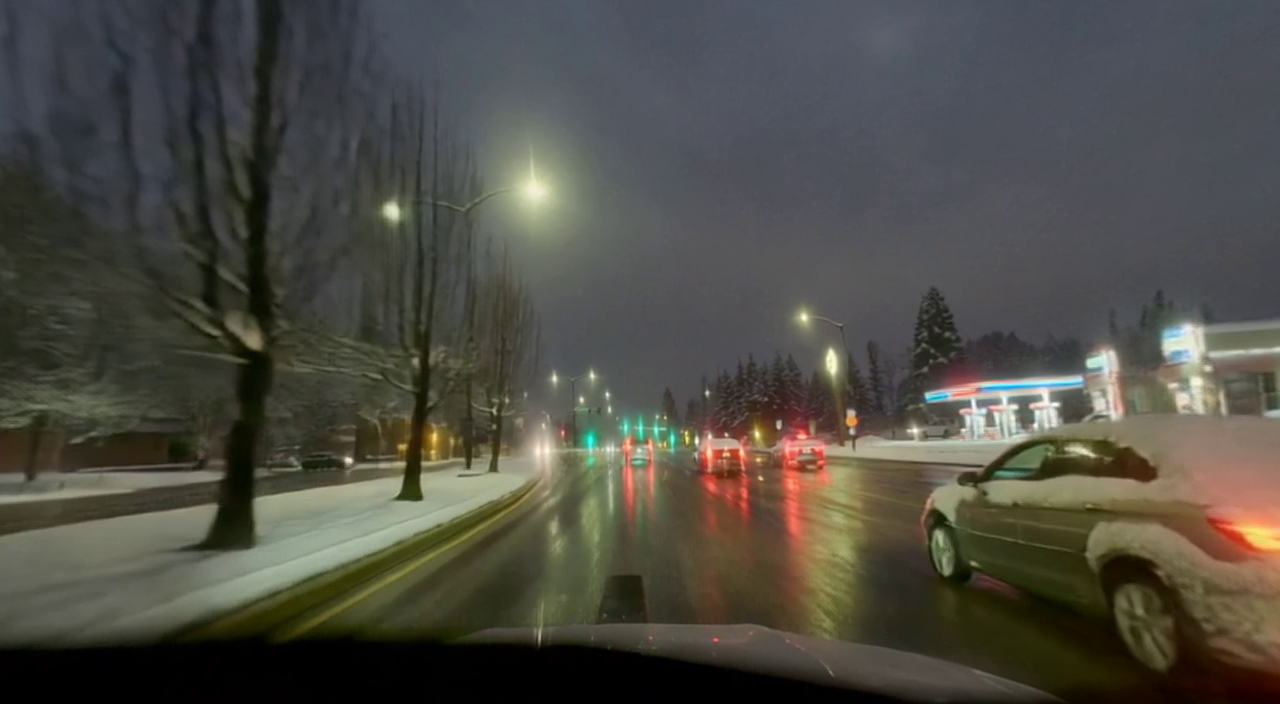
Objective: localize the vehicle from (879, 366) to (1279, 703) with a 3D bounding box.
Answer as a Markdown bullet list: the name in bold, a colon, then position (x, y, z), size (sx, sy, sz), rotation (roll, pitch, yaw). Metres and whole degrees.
- **vehicle**: position (3.611, 1.064, 4.227), size (2.119, 1.509, 4.756), rotation (-1, -8, 0)

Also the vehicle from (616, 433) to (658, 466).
- **vehicle**: position (-0.193, 5.381, 34.853), size (2.172, 1.694, 4.055), rotation (0, -8, -1)

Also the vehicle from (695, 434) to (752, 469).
- **vehicle**: position (3.870, 4.677, 29.709), size (1.980, 1.515, 4.362), rotation (0, -8, -2)

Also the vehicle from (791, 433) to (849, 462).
- **vehicle**: position (10.018, 5.353, 35.244), size (1.906, 1.488, 4.251), rotation (0, -8, -1)

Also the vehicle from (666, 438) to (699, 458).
- **vehicle**: position (3.218, 7.344, 48.133), size (2.114, 1.473, 4.495), rotation (0, -8, -1)
